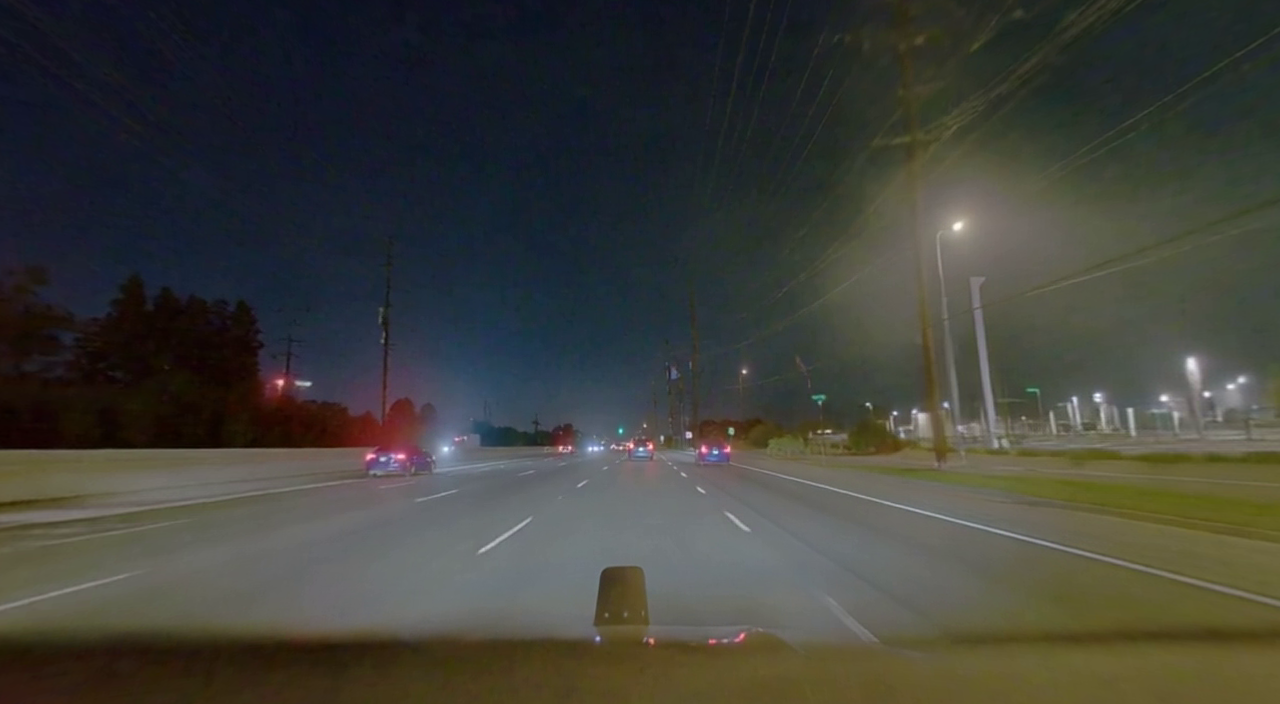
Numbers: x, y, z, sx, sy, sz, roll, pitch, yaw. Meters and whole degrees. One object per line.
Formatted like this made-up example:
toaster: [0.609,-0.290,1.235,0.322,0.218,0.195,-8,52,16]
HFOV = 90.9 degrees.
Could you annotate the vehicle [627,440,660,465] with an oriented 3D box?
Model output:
vehicle: [0.230,6.456,40.689,2.036,1.474,3.969,0,-8,0]

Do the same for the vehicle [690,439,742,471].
vehicle: [3.785,5.202,32.090,2.060,1.526,4.387,0,-8,-1]

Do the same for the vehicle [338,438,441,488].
vehicle: [-10.324,4.601,26.541,2.241,1.810,4.966,-2,-8,1]
